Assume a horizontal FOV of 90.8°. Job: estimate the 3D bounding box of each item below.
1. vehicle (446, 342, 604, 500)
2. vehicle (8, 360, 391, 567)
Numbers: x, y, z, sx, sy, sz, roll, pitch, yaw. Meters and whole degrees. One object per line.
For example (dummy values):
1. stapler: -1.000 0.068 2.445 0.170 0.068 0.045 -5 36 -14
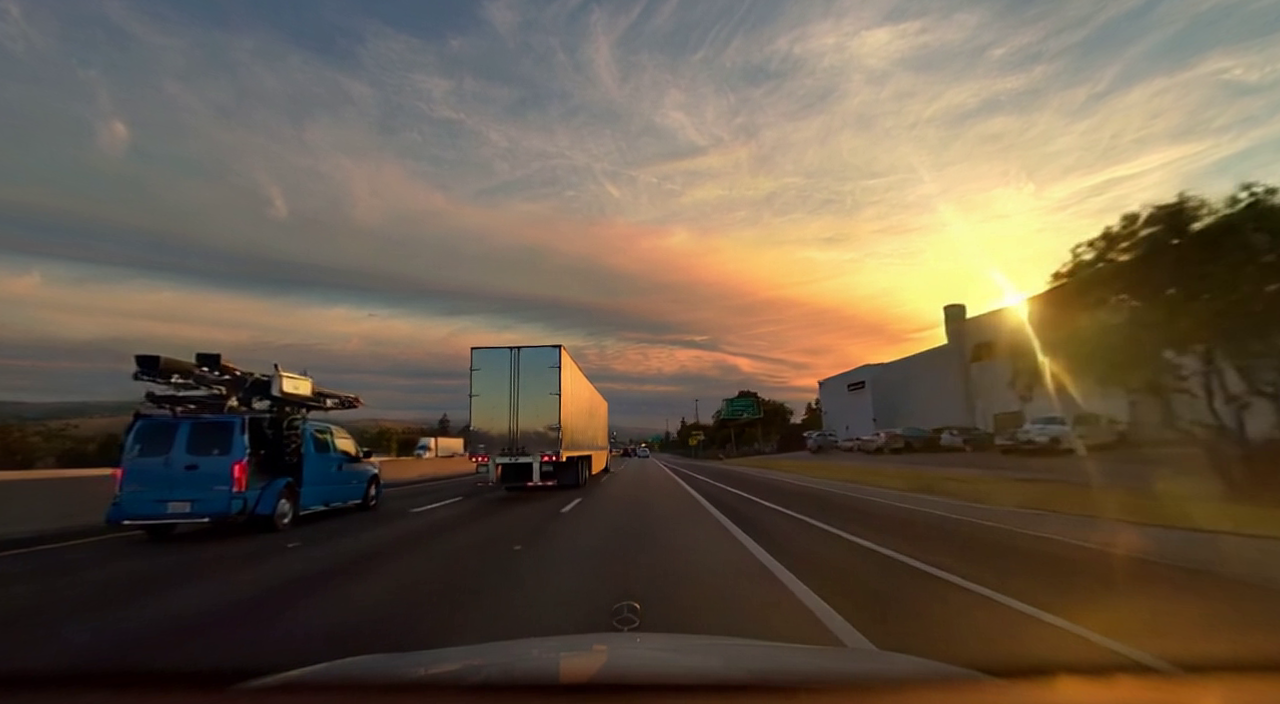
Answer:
1. vehicle: -3.458 2.974 24.677 2.939 4.132 16.303 0 -9 1
2. vehicle: -6.905 1.876 11.269 2.385 2.672 6.049 0 -8 0
